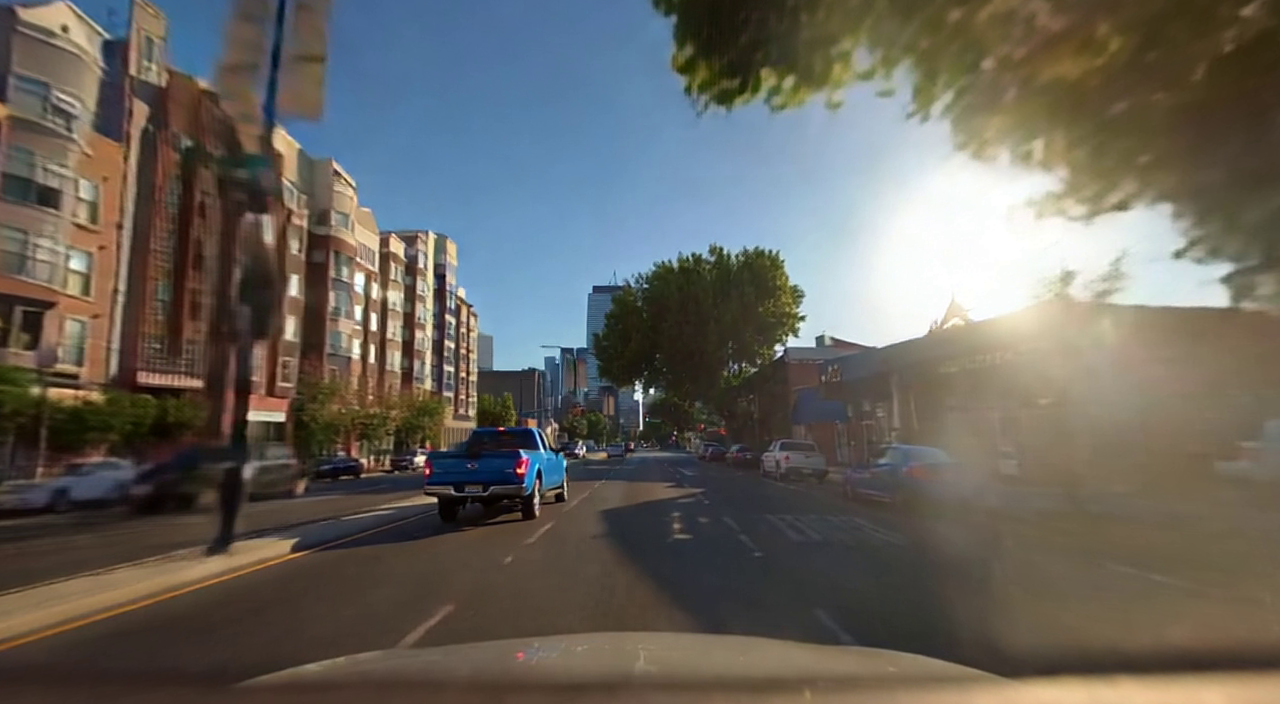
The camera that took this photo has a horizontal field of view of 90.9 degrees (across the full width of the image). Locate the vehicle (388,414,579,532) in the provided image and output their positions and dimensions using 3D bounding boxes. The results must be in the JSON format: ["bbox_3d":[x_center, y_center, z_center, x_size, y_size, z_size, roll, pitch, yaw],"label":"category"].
[{"bbox_3d":[-2.664,2.260,12.416,2.197,1.786,5.365,-1,-9,2],"label":"vehicle"}]

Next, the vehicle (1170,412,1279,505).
[{"bbox_3d":[12.875,2.046,12.186,1.864,1.705,3.878,0,-9,1],"label":"vehicle"}]

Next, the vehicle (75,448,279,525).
[{"bbox_3d":[-10.010,2.883,14.051,1.685,1.457,3.700,0,-9,0],"label":"vehicle"}]

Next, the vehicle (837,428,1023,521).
[{"bbox_3d":[6.091,2.618,14.030,1.928,1.679,4.716,0,-9,1],"label":"vehicle"}]

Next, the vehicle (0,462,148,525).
[{"bbox_3d":[-16.149,3.758,17.188,1.851,1.383,4.507,0,-9,0],"label":"vehicle"}]

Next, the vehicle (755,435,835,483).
[{"bbox_3d":[6.117,4.264,25.478,2.018,1.743,4.529,0,-9,-1],"label":"vehicle"}]

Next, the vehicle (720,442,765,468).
[{"bbox_3d":[6.264,6.321,38.795,1.988,1.514,3.962,0,-9,-2],"label":"vehicle"}]
